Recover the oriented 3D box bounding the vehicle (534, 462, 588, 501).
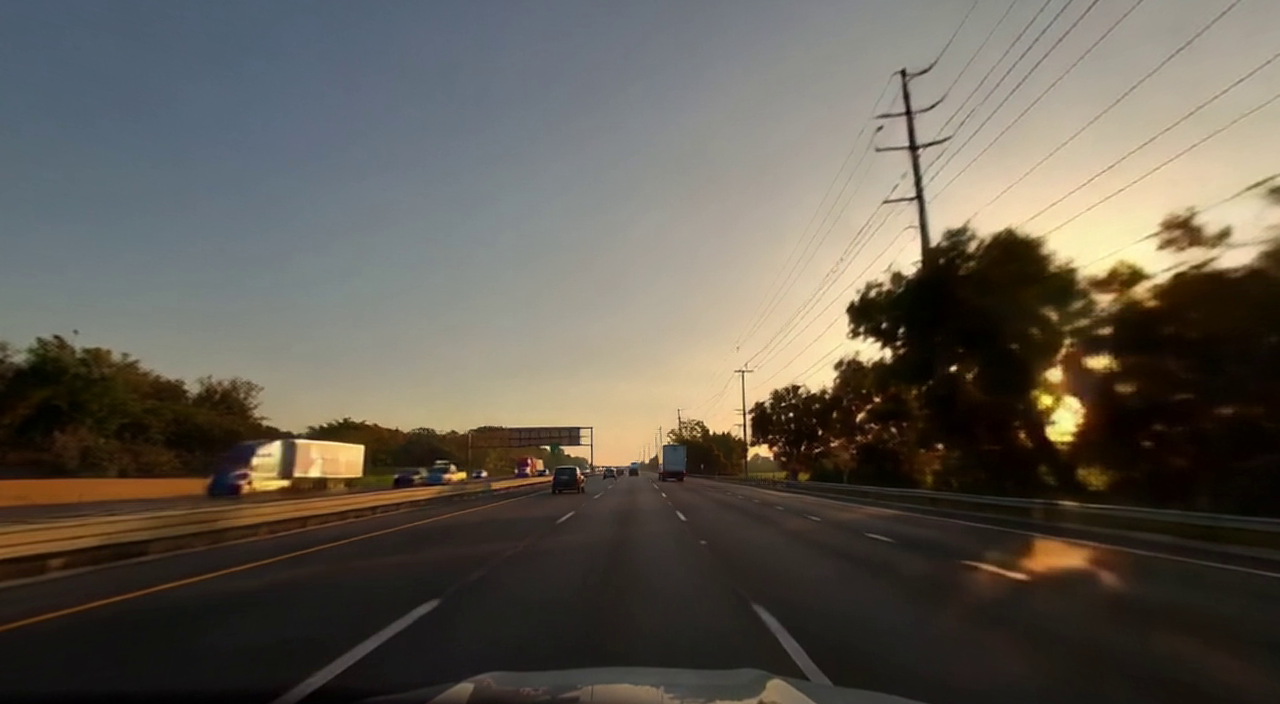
[{"bbox_3d":[-3.519,5.856,28.749,1.942,1.597,3.943,1,-11,0],"label":"vehicle"}]

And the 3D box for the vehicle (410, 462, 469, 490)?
[{"bbox_3d":[-12.245,7.626,38.773,2.013,1.575,4.759,1,-11,0],"label":"vehicle"}]

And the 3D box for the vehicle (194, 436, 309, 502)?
[{"bbox_3d":[-23.452,7.136,38.526,2.967,3.641,5.986,1,-11,0],"label":"vehicle"}]
